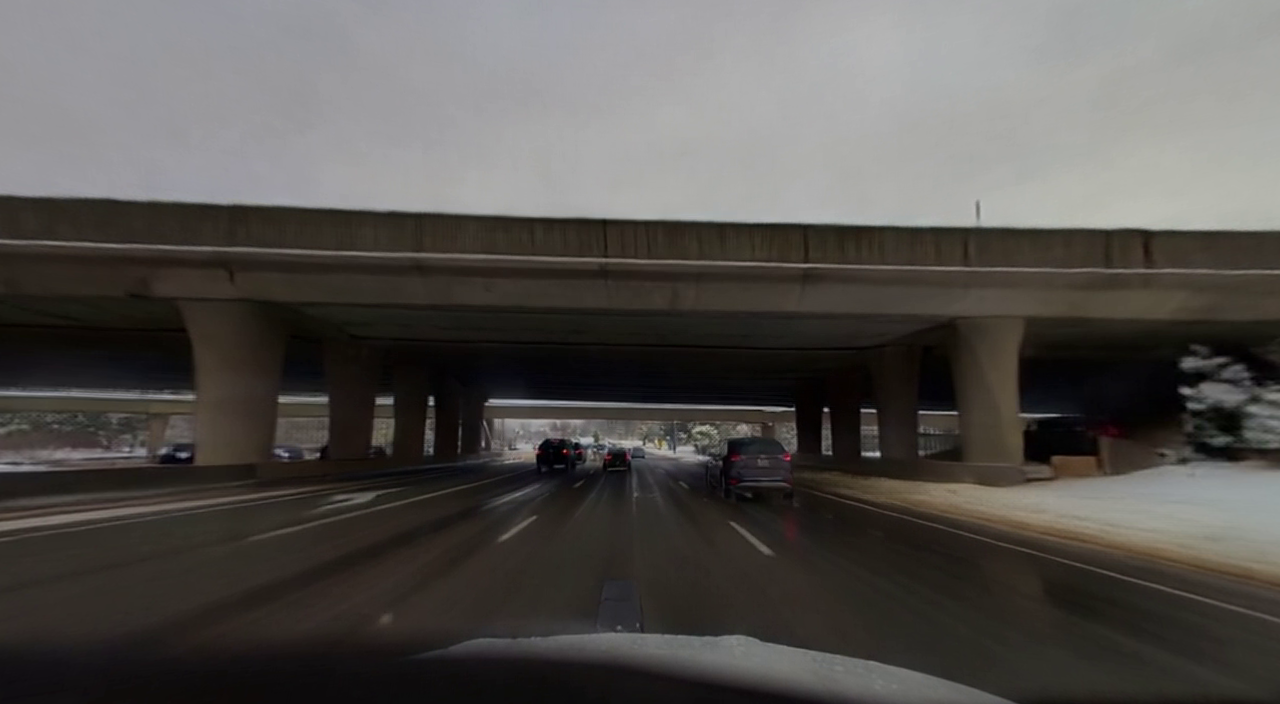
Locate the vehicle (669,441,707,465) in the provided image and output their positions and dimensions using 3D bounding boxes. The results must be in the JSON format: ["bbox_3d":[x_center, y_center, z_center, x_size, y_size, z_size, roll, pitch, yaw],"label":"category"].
[{"bbox_3d":[3.510,7.509,47.044,2.377,1.678,4.353,0,-8,-2],"label":"vehicle"}]

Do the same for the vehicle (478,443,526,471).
[{"bbox_3d":[-8.078,6.188,37.453,2.007,1.519,4.366,0,-8,-2],"label":"vehicle"}]
